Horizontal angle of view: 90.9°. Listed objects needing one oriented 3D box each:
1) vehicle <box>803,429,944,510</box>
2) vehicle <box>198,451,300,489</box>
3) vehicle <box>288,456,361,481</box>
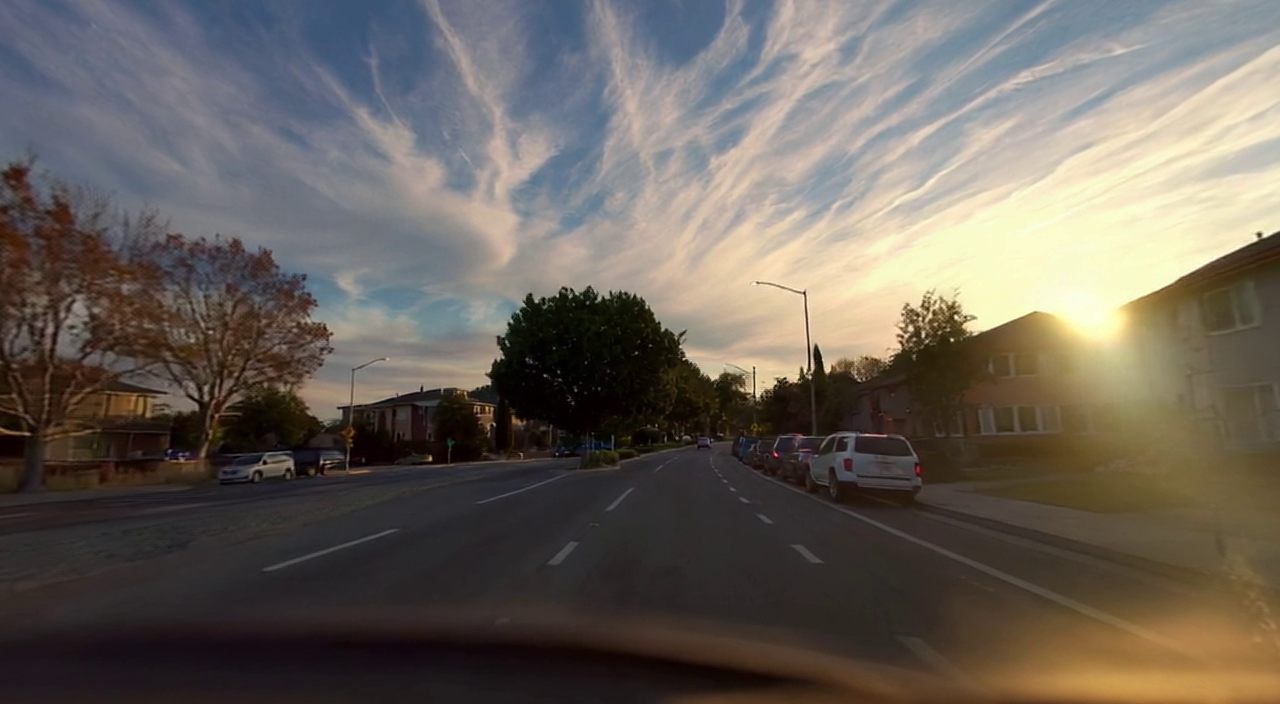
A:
[{"bbox_3d":[5.308,2.720,14.993,2.011,1.649,4.001,-1,-8,4],"label":"vehicle"},{"bbox_3d":[-21.334,6.430,34.697,2.060,1.814,5.097,-1,-8,5],"label":"vehicle"},{"bbox_3d":[-20.417,7.545,41.040,1.909,1.451,4.757,-1,-8,6],"label":"vehicle"}]
